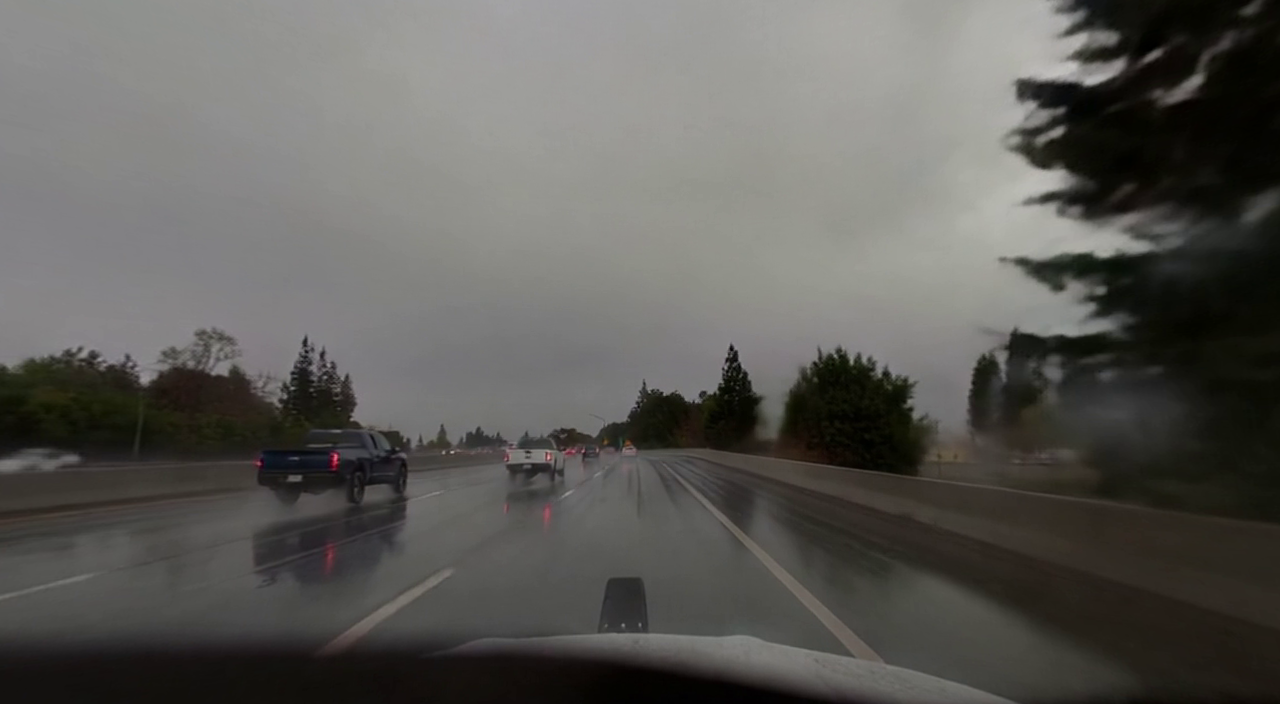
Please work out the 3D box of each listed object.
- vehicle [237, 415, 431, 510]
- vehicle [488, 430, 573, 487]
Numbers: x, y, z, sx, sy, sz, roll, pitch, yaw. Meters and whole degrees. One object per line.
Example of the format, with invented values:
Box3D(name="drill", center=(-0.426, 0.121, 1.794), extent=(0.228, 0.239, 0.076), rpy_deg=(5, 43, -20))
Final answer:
Box3D(name="vehicle", center=(-7.276, 2.706, 15.781), extent=(2.160, 1.949, 5.293), rpy_deg=(0, -9, 0))
Box3D(name="vehicle", center=(-3.768, 3.785, 22.603), extent=(2.142, 1.789, 5.009), rpy_deg=(0, -9, 0))
